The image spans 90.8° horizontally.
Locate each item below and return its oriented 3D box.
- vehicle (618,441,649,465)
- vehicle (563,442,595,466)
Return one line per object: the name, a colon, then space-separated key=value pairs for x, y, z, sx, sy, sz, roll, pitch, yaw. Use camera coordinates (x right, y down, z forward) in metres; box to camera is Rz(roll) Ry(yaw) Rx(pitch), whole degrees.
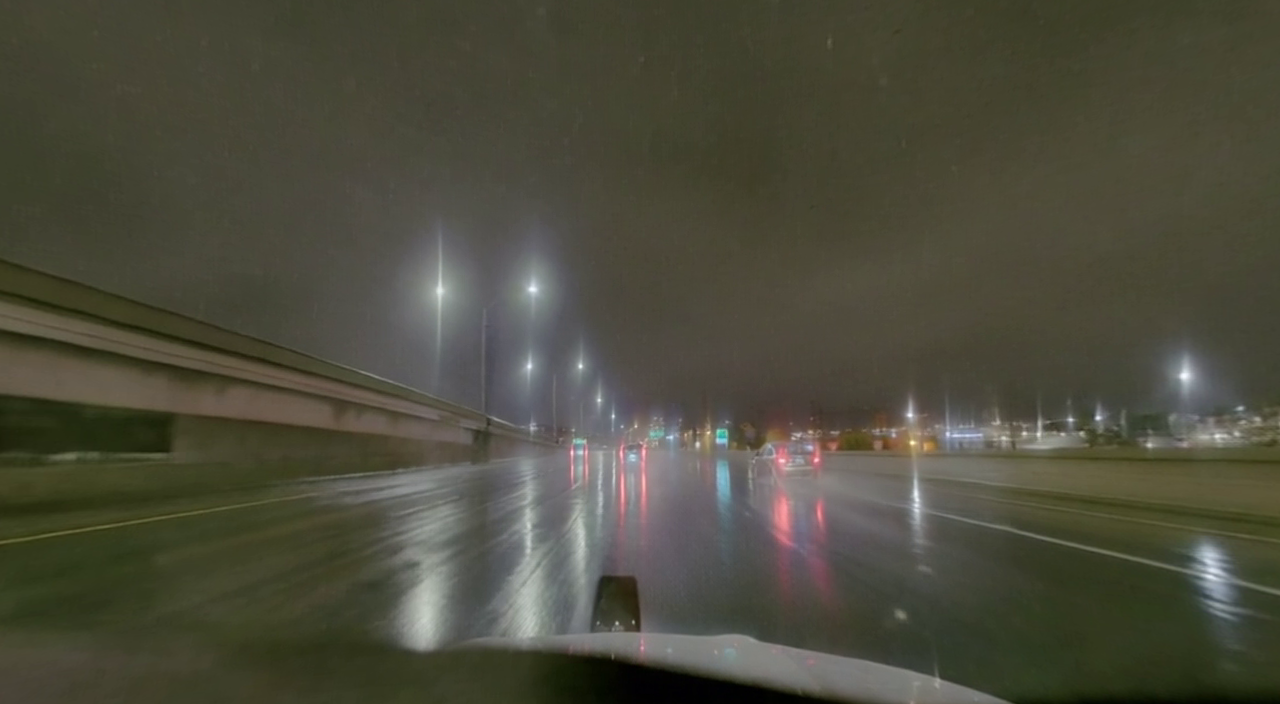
vehicle: x=-0.483 y=7.327 z=45.924 sx=2.132 sy=1.657 sz=3.967 roll=0 pitch=-8 yaw=-1
vehicle: x=-4.385 y=7.403 z=46.139 sx=2.000 sy=1.646 sz=4.201 roll=0 pitch=-8 yaw=-1
